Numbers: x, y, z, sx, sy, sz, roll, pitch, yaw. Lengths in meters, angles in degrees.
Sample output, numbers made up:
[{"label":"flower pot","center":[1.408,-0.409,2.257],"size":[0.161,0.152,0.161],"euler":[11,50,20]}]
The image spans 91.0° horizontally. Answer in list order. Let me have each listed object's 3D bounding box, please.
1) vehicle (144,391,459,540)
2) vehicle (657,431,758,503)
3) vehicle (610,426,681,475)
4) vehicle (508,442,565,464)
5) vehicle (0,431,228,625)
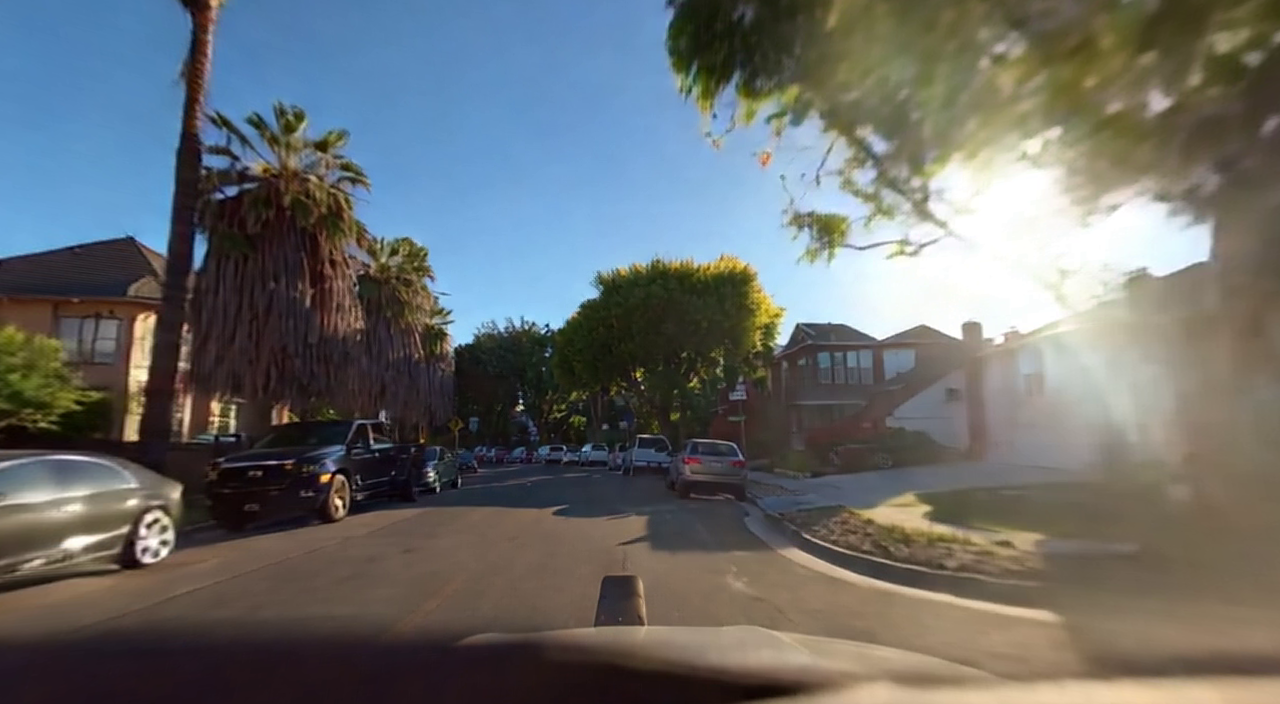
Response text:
[{"label":"vehicle","center":[-5.918,2.136,12.579],"size":[2.624,2.178,6.522],"euler":[0,-8,0]},{"label":"vehicle","center":[1.649,3.022,17.062],"size":[2.076,1.658,4.604],"euler":[0,-8,-2]},{"label":"vehicle","center":[0.136,4.420,28.403],"size":[2.139,1.997,4.864],"euler":[2,-8,-13]},{"label":"vehicle","center":[-7.928,7.643,47.852],"size":[2.108,1.503,4.977],"euler":[6,-10,-37]},{"label":"vehicle","center":[-6.219,1.545,5.840],"size":[1.875,1.585,4.184],"euler":[0,-8,1]}]
